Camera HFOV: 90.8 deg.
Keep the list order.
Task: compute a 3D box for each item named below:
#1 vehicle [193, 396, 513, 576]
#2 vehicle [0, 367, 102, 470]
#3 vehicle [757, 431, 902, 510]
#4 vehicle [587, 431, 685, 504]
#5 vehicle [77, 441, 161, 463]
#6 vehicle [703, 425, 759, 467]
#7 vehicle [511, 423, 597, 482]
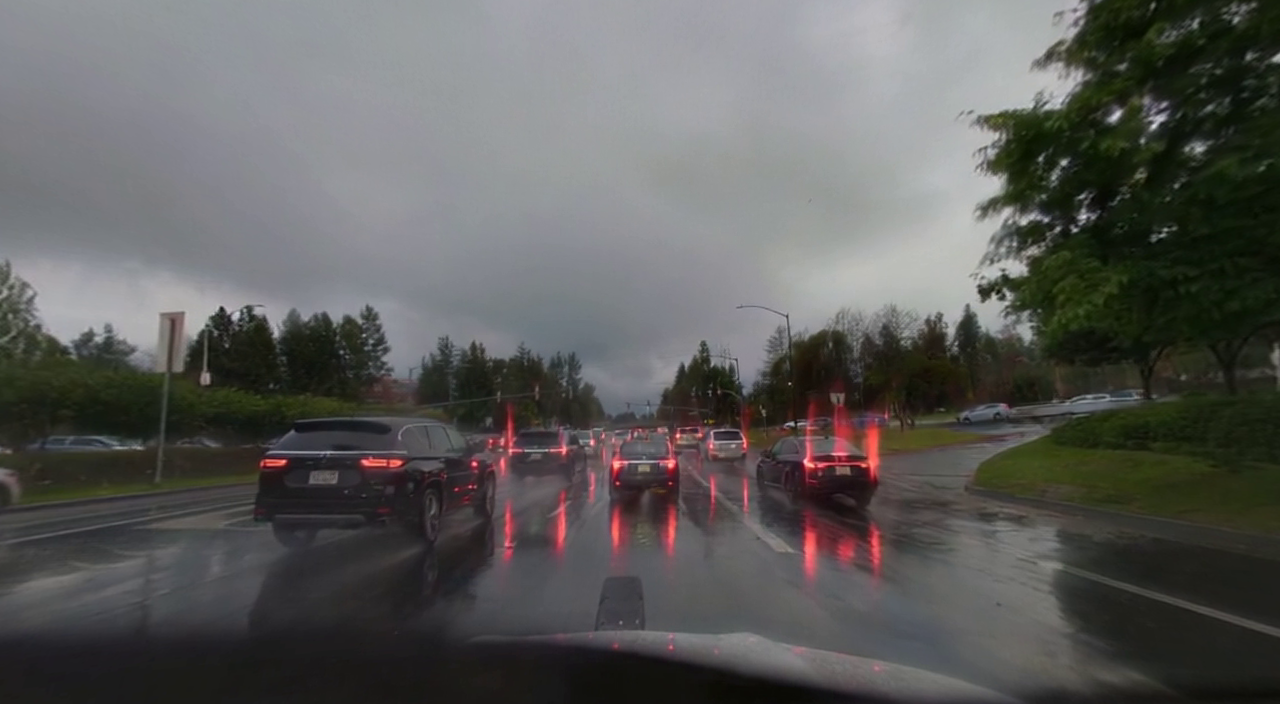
[{"bbox_3d":[-3.349,1.693,8.903,2.111,1.745,5.274,0,-8,-1],"label":"vehicle"},{"bbox_3d":[-27.990,2.339,23.194,3.181,4.189,14.107,-1,-8,4],"label":"vehicle"},{"bbox_3d":[3.945,2.518,13.962,1.884,1.463,4.195,0,-8,0],"label":"vehicle"},{"bbox_3d":[-0.063,2.700,15.217,2.030,1.477,4.330,0,-8,1],"label":"vehicle"},{"bbox_3d":[-37.323,7.138,45.304,4.384,1.462,1.854,-1,-8,-1],"label":"vehicle"},{"bbox_3d":[4.347,4.580,30.877,2.099,1.845,4.363,0,-8,0],"label":"vehicle"},{"bbox_3d":[-2.854,3.484,22.082,2.218,1.829,4.492,-1,-8,2],"label":"vehicle"}]
